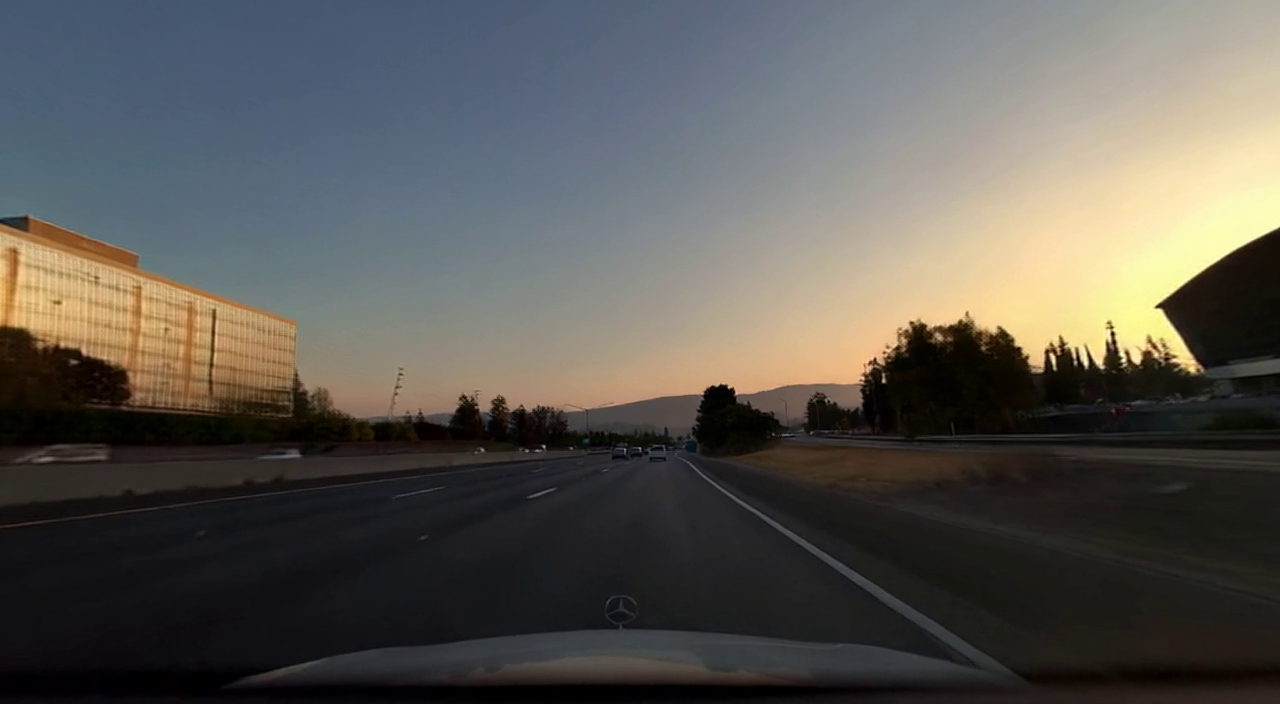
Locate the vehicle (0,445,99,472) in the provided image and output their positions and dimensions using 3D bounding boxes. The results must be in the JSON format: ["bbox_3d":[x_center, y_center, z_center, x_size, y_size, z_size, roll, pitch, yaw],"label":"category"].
[{"bbox_3d":[-34.997,6.258,37.326,1.827,1.461,4.484,-1,-8,6],"label":"vehicle"}]
